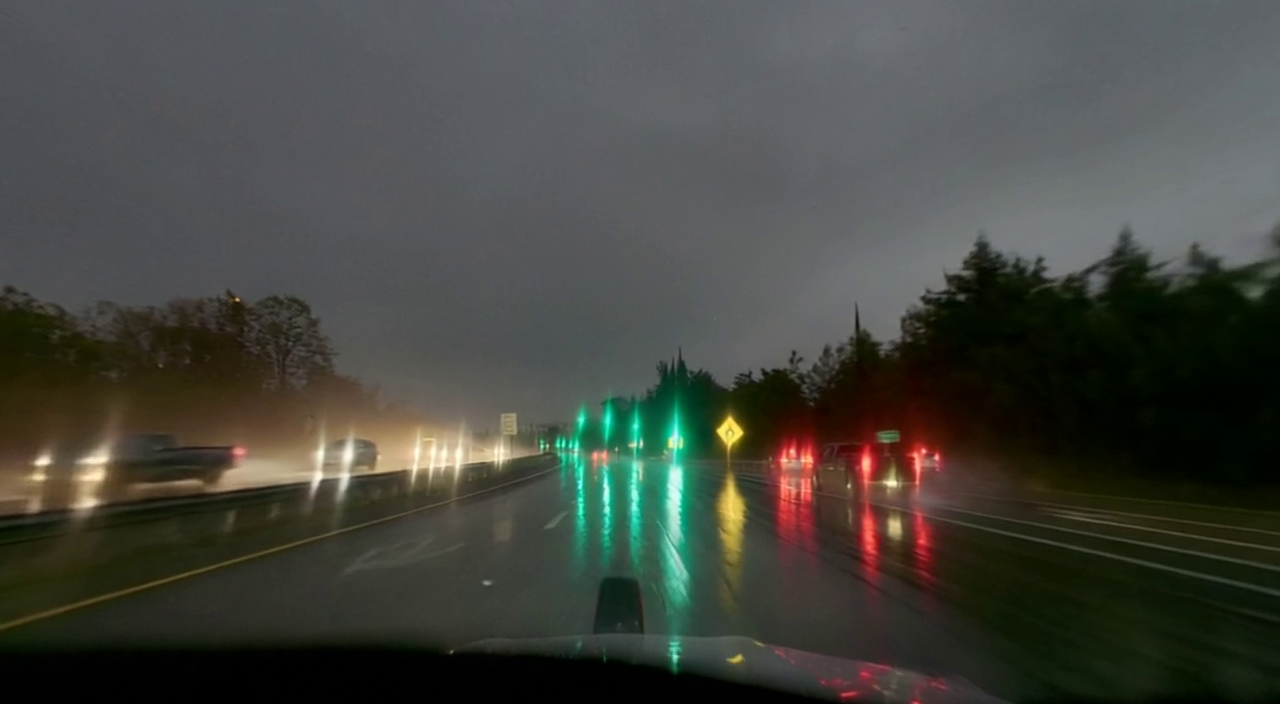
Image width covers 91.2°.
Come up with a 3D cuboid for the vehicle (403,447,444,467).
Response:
[{"bbox_3d":[-16.492,8.023,47.980,1.791,1.478,4.072,0,-9,-2],"label":"vehicle"}]

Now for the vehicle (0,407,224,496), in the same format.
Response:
[{"bbox_3d":[-14.556,2.763,17.464,2.201,2.054,5.510,0,-9,-1],"label":"vehicle"}]

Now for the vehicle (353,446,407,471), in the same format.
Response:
[{"bbox_3d":[-15.989,6.574,38.763,1.750,1.437,3.997,0,-9,-3],"label":"vehicle"}]

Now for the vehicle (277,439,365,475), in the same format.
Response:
[{"bbox_3d":[-15.154,5.020,30.098,1.906,1.558,4.561,0,-9,-2],"label":"vehicle"}]

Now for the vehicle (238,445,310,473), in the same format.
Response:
[{"bbox_3d":[-20.509,6.004,35.325,1.804,1.484,3.917,0,-9,-3],"label":"vehicle"}]
